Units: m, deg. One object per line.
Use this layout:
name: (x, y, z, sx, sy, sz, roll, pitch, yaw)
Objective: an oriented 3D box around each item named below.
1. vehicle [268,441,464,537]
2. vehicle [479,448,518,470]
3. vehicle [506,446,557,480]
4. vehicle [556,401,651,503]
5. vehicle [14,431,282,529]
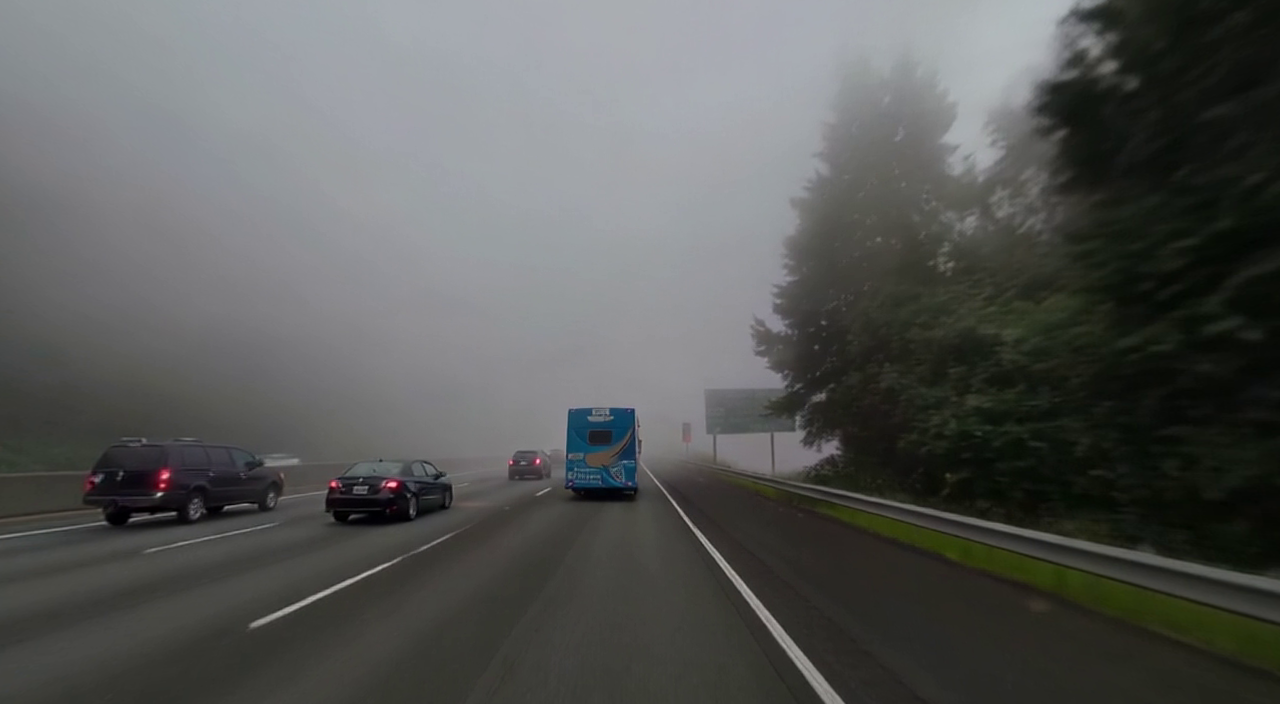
vehicle: (-4.773, 2.417, 11.723, 1.876, 1.438, 4.072, 0, -9, -1)
vehicle: (-10.102, 7.645, 45.234, 1.886, 1.462, 4.084, 0, -9, -1)
vehicle: (-5.122, 5.275, 30.163, 1.872, 1.480, 3.545, 0, -9, -1)
vehicle: (-0.961, 2.944, 18.664, 2.394, 2.556, 5.232, 0, -9, -1)
vehicle: (-9.576, 2.500, 12.829, 2.010, 1.621, 4.252, 0, -9, 0)
